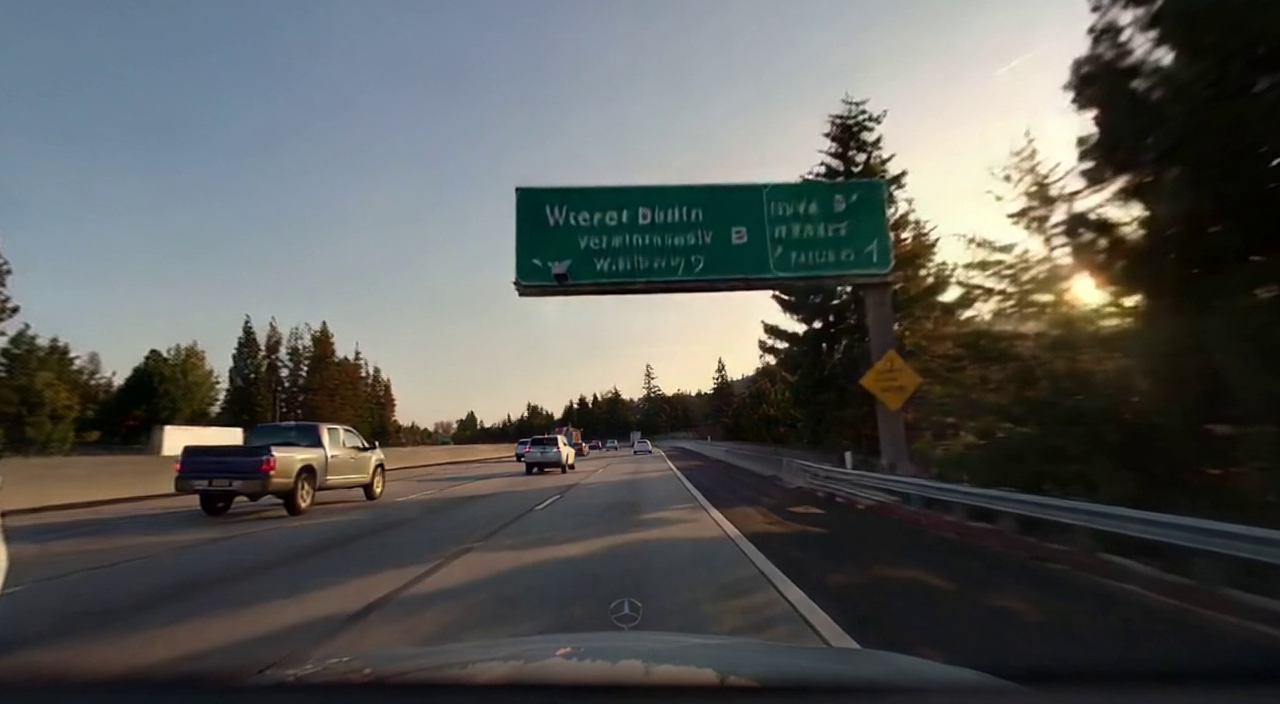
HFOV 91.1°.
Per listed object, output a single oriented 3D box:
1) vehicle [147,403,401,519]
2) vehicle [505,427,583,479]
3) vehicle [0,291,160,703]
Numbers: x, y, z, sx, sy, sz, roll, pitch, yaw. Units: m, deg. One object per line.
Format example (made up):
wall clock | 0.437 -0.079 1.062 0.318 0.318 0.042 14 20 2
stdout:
vehicle | -7.269 2.245 13.411 2.160 1.949 5.293 0 -8 1
vehicle | -3.559 3.888 24.405 2.142 1.789 5.009 0 -8 1
vehicle | -3.805 0.482 1.125 2.079 1.929 4.748 0 -8 0
